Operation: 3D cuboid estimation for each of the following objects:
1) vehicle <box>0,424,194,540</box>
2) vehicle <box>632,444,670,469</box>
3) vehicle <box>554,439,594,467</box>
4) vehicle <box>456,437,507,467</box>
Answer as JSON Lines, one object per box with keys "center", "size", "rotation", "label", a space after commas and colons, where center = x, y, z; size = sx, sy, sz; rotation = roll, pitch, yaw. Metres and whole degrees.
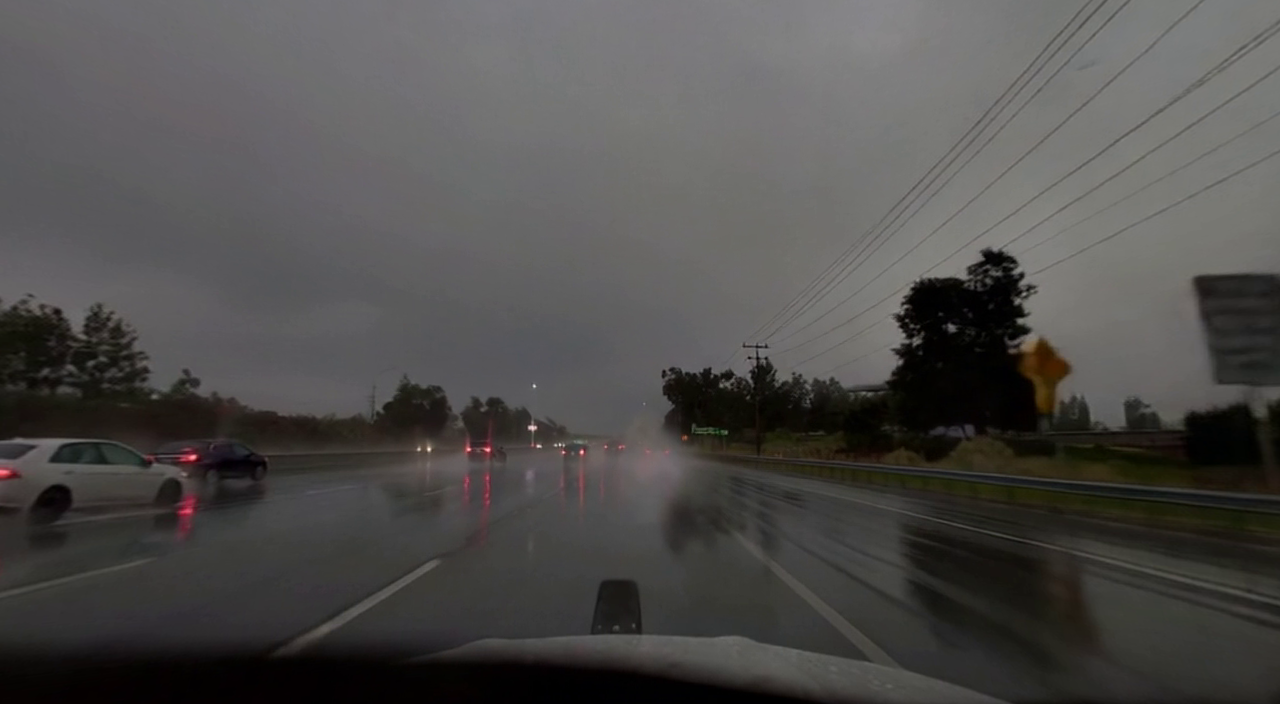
{"center": [-10.267, 2.131, 10.772], "size": [2.098, 1.643, 4.413], "rotation": [0, -9, 0], "label": "vehicle"}
{"center": [0.616, 6.249, 38.017], "size": [2.015, 1.391, 3.897], "rotation": [0, -9, -3], "label": "vehicle"}
{"center": [-4.130, 6.426, 40.208], "size": [2.121, 1.673, 4.443], "rotation": [0, -9, -1], "label": "vehicle"}
{"center": [-10.524, 6.704, 42.438], "size": [2.115, 1.799, 5.444], "rotation": [0, -9, -1], "label": "vehicle"}
